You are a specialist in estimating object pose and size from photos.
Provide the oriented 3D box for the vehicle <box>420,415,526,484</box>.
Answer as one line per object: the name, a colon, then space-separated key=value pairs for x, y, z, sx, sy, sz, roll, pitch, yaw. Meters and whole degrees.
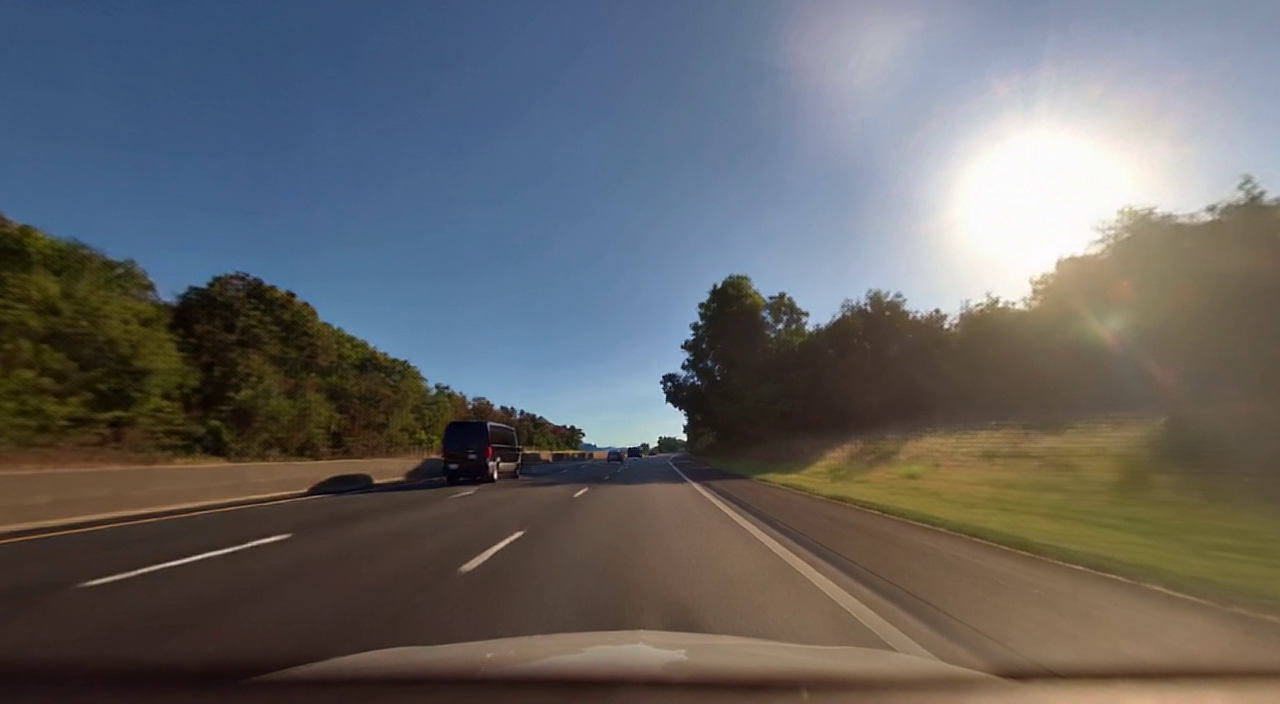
vehicle: x=-6.533 y=3.970 z=25.696 sx=2.449 sy=2.471 sz=6.130 roll=0 pitch=-9 yaw=2
